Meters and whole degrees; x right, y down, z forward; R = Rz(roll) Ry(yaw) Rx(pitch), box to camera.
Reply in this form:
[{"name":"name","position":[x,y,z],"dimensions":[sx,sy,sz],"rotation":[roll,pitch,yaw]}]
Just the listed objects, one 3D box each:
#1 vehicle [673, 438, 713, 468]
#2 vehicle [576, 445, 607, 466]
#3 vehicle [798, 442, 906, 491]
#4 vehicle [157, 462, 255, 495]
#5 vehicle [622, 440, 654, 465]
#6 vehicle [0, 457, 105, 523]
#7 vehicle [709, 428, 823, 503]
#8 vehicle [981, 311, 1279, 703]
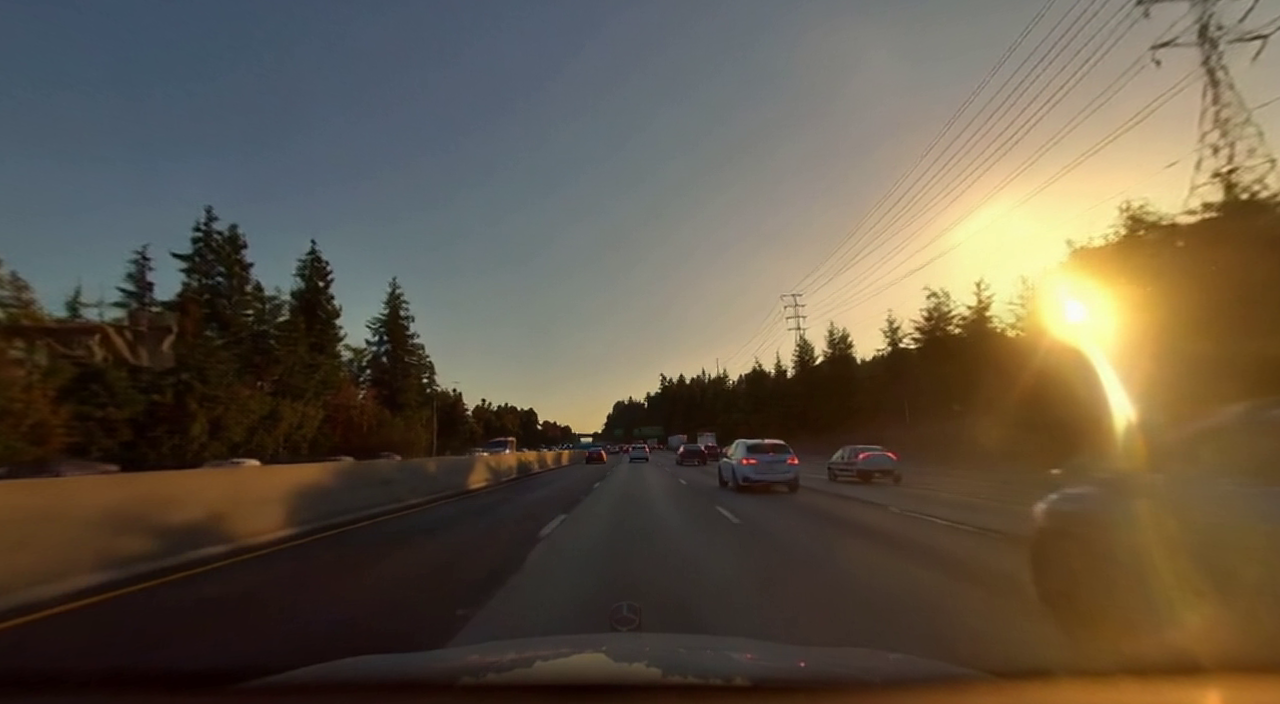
[{"name":"vehicle","position":[3.525,6.791,42.494],"dimensions":[2.095,1.886,4.727],"rotation":[0,-8,-2]},{"name":"vehicle","position":[-3.663,7.904,48.228],"dimensions":[2.051,1.510,4.373],"rotation":[0,-8,0]},{"name":"vehicle","position":[6.876,3.746,20.971],"dimensions":[1.992,1.431,4.506],"rotation":[0,-8,0]},{"name":"vehicle","position":[-23.019,6.699,33.651],"dimensions":[1.855,1.462,4.718],"rotation":[0,-8,0]},{"name":"vehicle","position":[-0.153,7.636,47.779],"dimensions":[2.314,1.796,4.254],"rotation":[0,-8,-1]},{"name":"vehicle","position":[-19.031,4.099,18.848],"dimensions":[1.920,1.758,4.611],"rotation":[0,-8,0]},{"name":"vehicle","position":[3.266,3.044,17.305],"dimensions":[2.111,1.755,4.459],"rotation":[0,-8,-1]},{"name":"vehicle","position":[3.602,0.705,2.118],"dimensions":[2.138,1.826,4.783],"rotation":[0,-8,-1]}]
